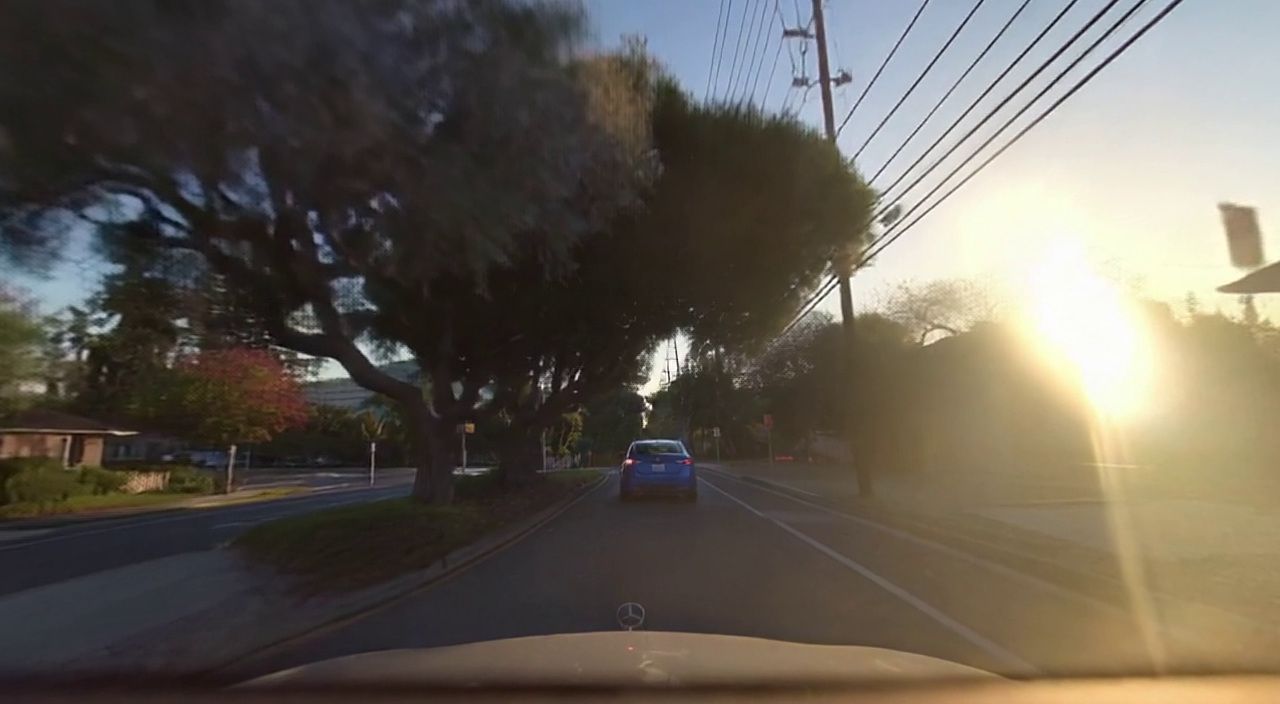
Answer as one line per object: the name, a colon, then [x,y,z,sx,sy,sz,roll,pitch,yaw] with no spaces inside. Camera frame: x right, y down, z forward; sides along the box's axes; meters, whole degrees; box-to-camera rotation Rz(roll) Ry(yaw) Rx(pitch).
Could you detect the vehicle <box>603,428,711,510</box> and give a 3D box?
vehicle: [0.361,2.709,15.073,2.200,1.653,4.127,0,-8,0]
